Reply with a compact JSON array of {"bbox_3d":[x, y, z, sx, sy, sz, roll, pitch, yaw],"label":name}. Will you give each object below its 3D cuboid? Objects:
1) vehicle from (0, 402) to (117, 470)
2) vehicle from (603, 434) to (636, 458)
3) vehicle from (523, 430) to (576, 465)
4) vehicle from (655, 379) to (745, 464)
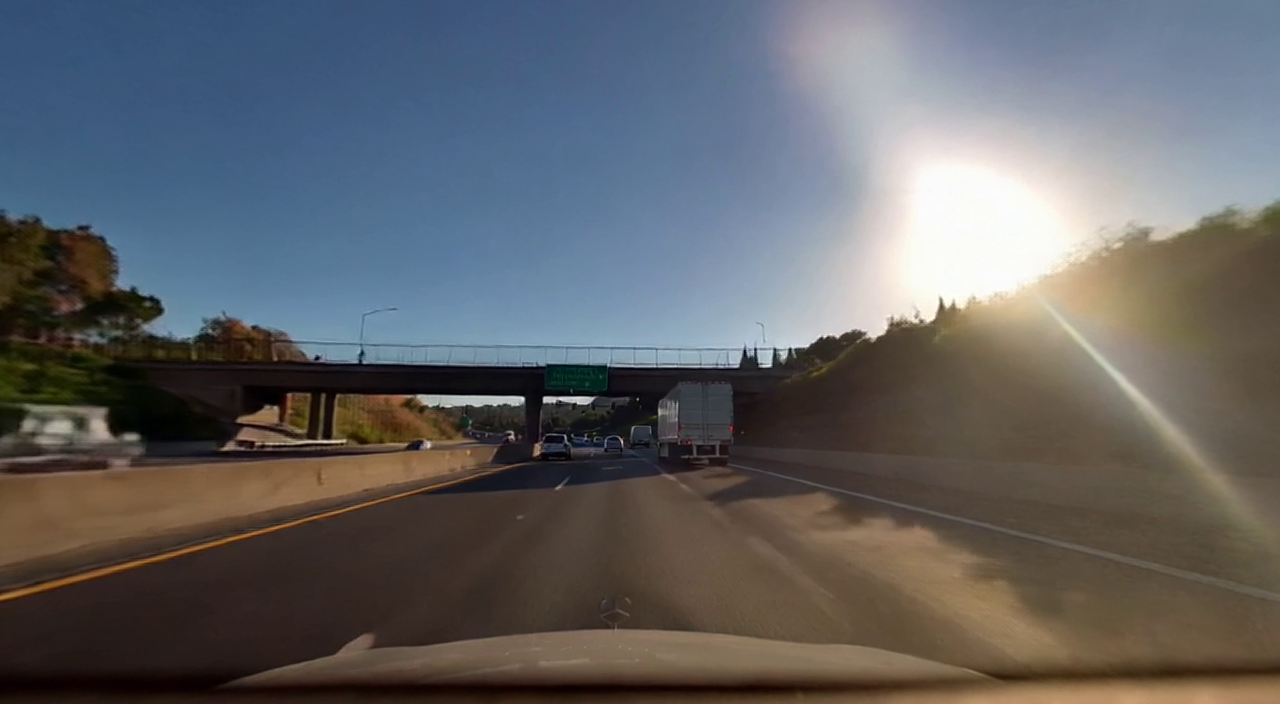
[{"bbox_3d":[-16.266,2.144,15.942,1.994,1.613,4.783,0,-8,-1],"label":"vehicle"},{"bbox_3d":[-1.418,6.417,42.893,2.125,1.542,3.816,0,-8,-4],"label":"vehicle"},{"bbox_3d":[-4.820,5.182,34.307,2.377,1.747,4.703,0,-8,-2],"label":"vehicle"},{"bbox_3d":[3.013,4.301,37.028,3.301,4.034,13.722,0,-8,-3],"label":"vehicle"}]
